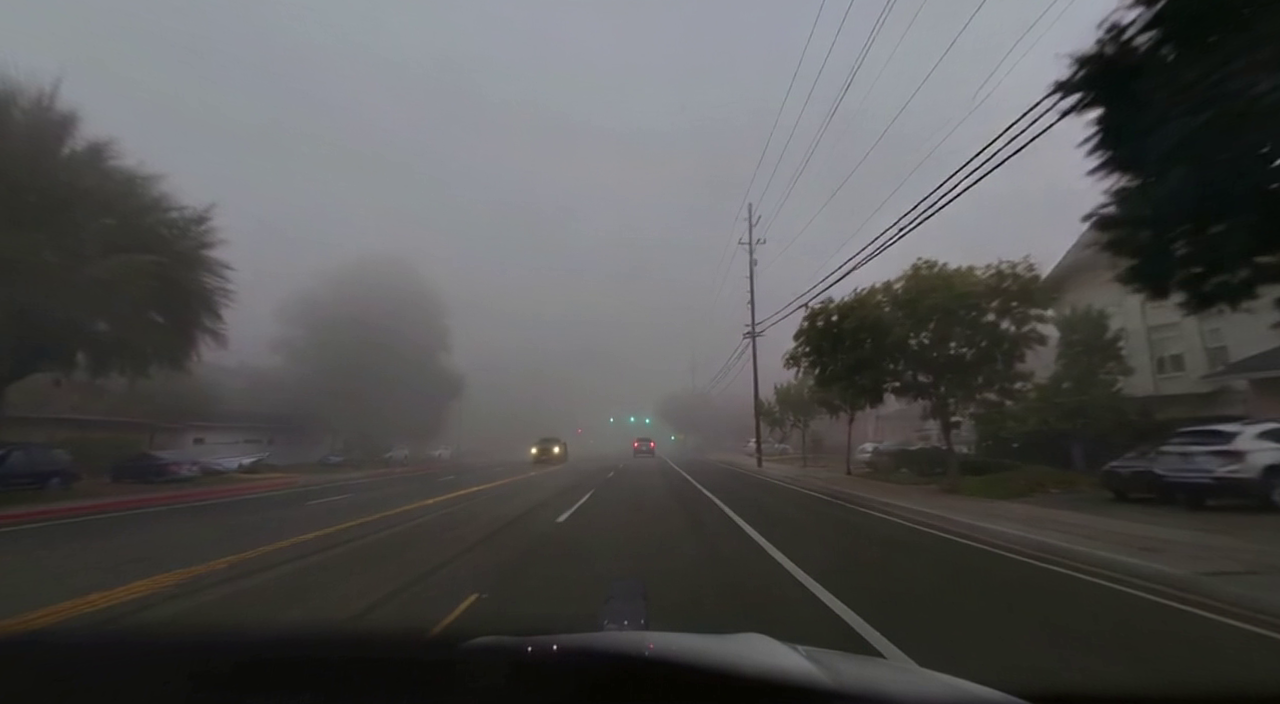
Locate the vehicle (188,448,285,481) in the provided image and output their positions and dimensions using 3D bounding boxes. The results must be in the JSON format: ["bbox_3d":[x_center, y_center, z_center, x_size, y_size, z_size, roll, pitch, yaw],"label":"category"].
[{"bbox_3d":[-20.414,5.696,32.187,1.812,1.501,4.632,0,-8,1],"label":"vehicle"}]

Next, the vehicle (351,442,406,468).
[{"bbox_3d":[-20.119,7.918,48.738,2.047,1.898,5.032,0,-8,1],"label":"vehicle"}]

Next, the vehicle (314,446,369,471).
[{"bbox_3d":[-20.081,7.170,42.526,1.764,1.570,3.910,0,-8,0],"label":"vehicle"}]

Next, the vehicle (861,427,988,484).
[{"bbox_3d":[11.379,4.181,25.779,2.392,2.063,5.213,1,-8,-5],"label":"vehicle"}]

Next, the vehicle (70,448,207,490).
[{"bbox_3d":[-20.149,4.681,25.645,1.759,1.519,4.785,0,-8,-2],"label":"vehicle"}]

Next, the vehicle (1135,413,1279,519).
[{"bbox_3d":[13.347,2.277,12.821,4.667,1.952,2.063,0,-8,2],"label":"vehicle"}]

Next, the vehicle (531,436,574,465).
[{"bbox_3d":[-6.128,6.974,44.708,2.273,1.952,4.599,0,-8,1],"label":"vehicle"}]

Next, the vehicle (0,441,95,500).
[{"bbox_3d":[-20.265,3.730,20.024,1.787,1.774,4.560,0,-8,0],"label":"vehicle"}]
